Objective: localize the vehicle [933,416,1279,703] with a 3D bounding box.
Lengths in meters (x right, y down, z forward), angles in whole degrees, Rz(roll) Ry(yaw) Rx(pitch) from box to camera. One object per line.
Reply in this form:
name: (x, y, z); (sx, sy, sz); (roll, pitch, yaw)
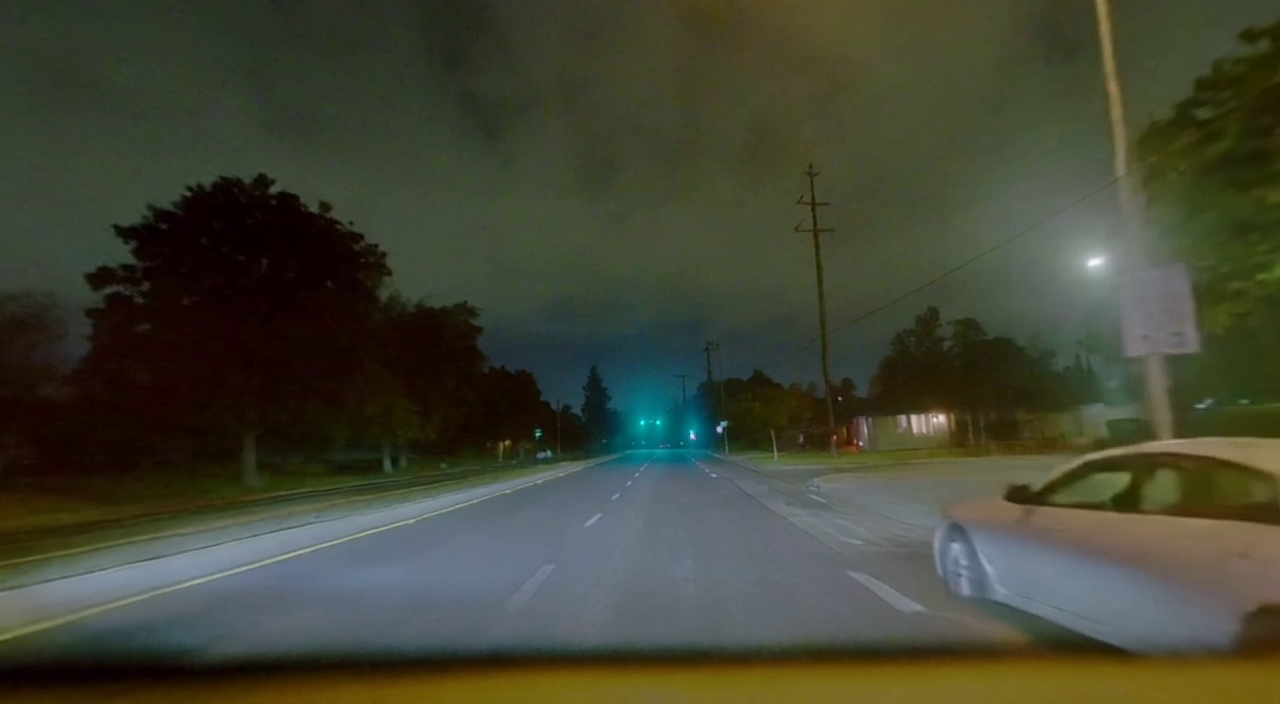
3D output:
vehicle: (3.618, 1.098, 3.285); (1.993, 1.457, 4.599); (0, -8, 0)
